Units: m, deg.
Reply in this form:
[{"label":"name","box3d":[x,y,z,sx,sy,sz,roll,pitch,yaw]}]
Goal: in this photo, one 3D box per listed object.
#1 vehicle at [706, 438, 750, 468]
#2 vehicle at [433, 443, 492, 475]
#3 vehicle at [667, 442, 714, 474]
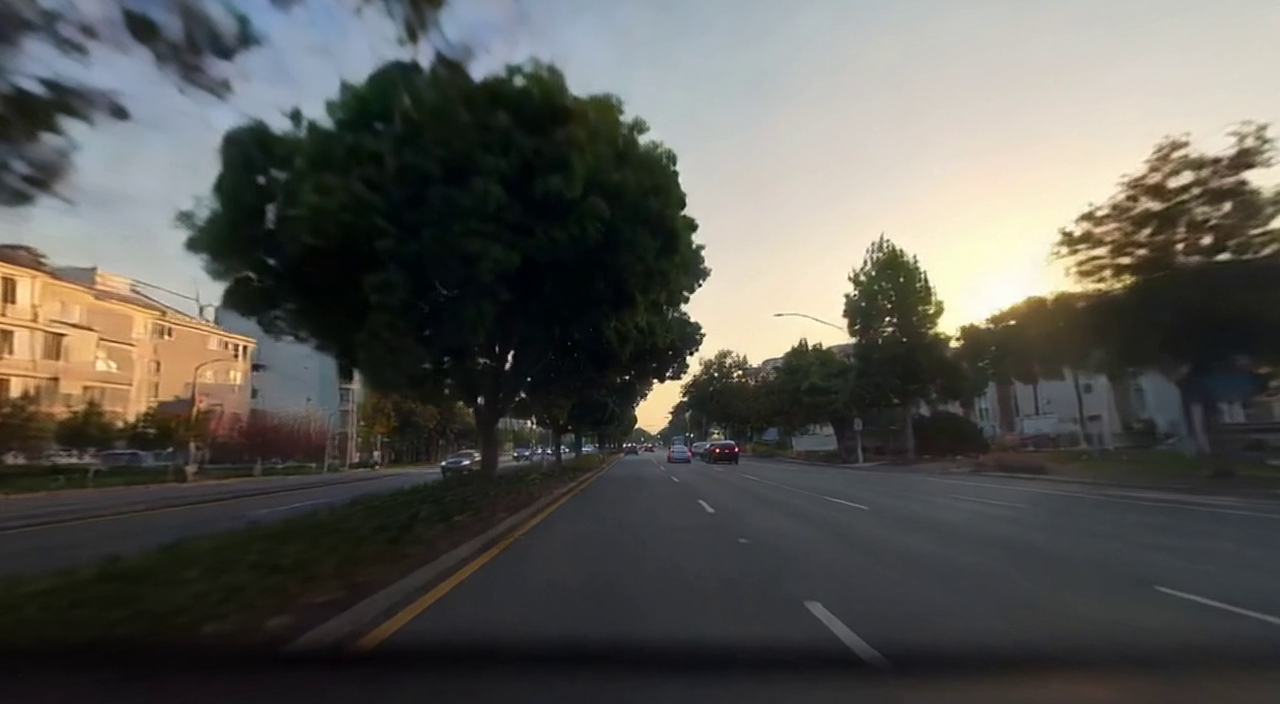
[{"label":"vehicle","box3d":[5.552,6.414,40.372,1.946,1.773,4.641,0,-9,-2]},{"label":"vehicle","box3d":[-9.351,5.660,33.697,1.843,1.564,4.811,0,-9,-1]},{"label":"vehicle","box3d":[2.502,5.400,32.405,1.917,1.538,4.259,0,-9,-2]}]
